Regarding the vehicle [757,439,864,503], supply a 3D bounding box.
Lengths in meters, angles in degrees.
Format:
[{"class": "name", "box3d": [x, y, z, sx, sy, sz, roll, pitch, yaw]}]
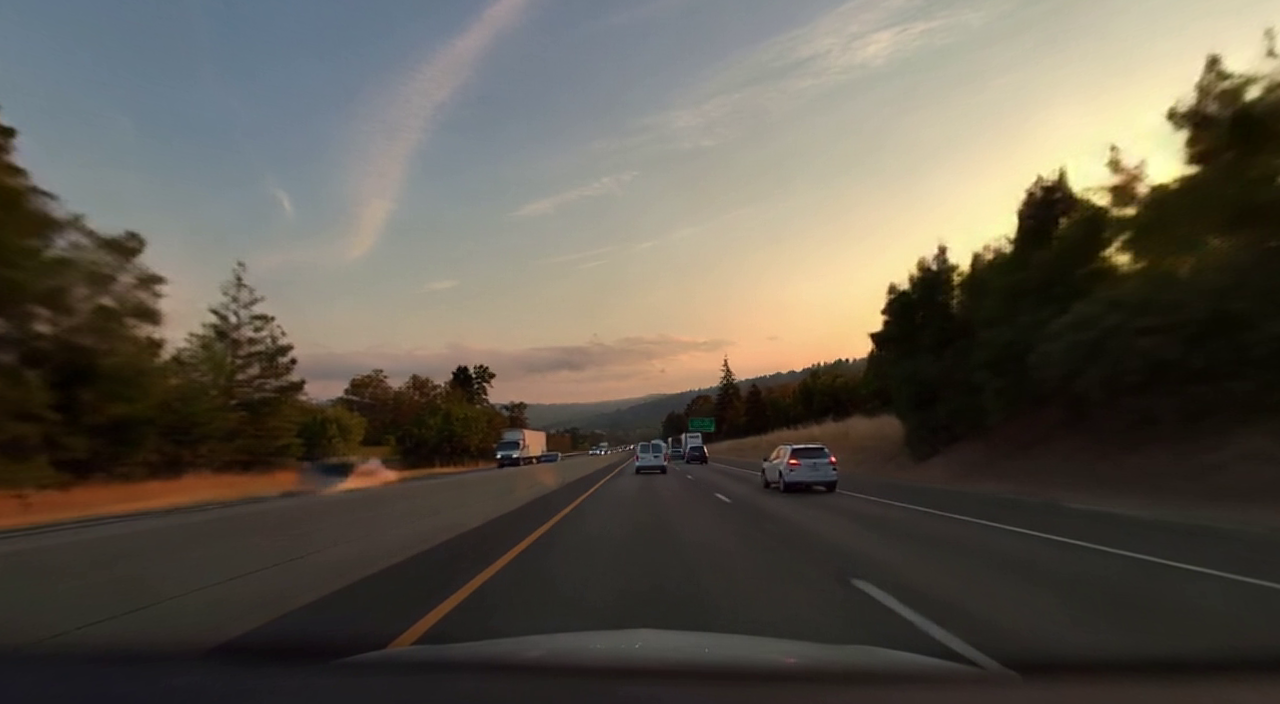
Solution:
[{"class": "vehicle", "box3d": [4.553, 3.206, 17.383, 1.868, 1.566, 3.509, 0, -9, -1]}]

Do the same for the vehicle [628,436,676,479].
[{"class": "vehicle", "box3d": [0.547, 5.088, 30.570, 2.143, 1.925, 4.101, 0, -9, 0]}]

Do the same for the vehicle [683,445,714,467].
[{"class": "vehicle", "box3d": [4.570, 8.225, 49.918, 1.961, 1.689, 3.971, 0, -9, -1]}]

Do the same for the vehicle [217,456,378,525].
[{"class": "vehicle", "box3d": [-8.598, 3.477, 16.315, 1.884, 1.486, 3.974, 0, -9, 1]}]
